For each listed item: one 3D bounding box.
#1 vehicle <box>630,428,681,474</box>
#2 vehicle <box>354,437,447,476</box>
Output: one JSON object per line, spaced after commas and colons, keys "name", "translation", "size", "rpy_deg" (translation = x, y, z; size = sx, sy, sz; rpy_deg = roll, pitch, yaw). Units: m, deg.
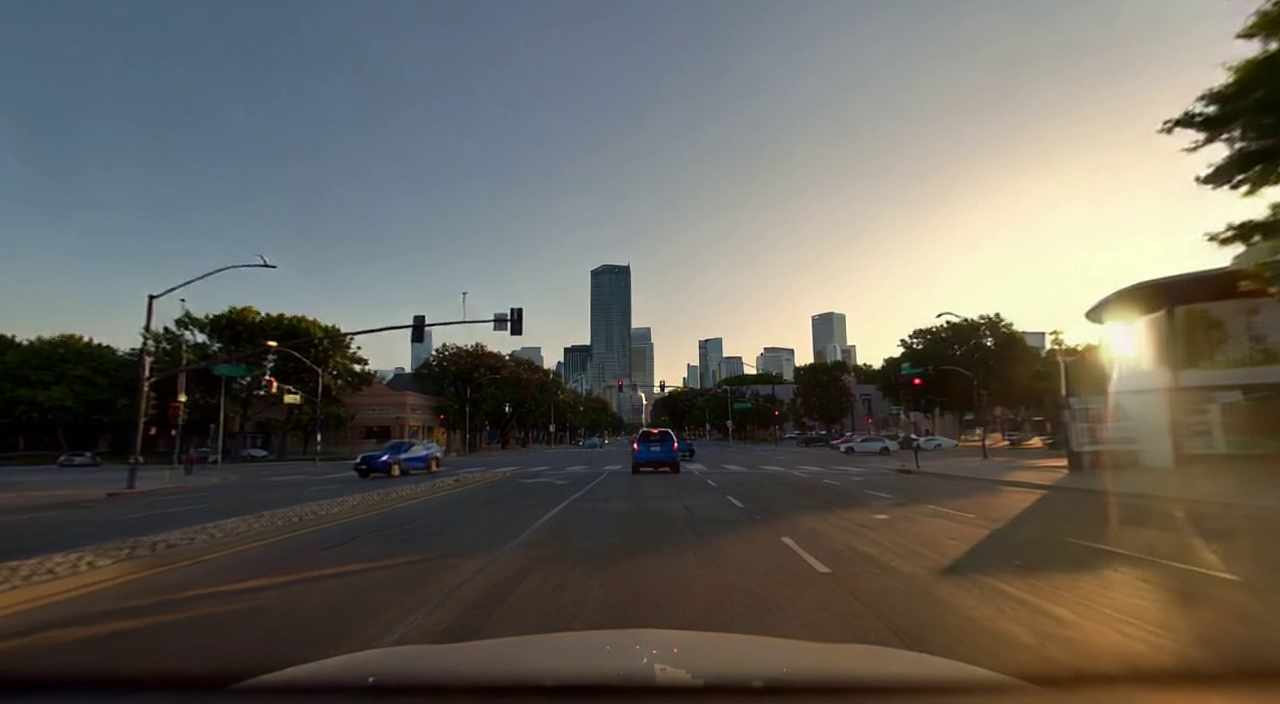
{"name": "vehicle", "translation": [0.645, 4.150, 26.604], "size": [1.994, 1.759, 4.186], "rpy_deg": [0, -8, 1]}
{"name": "vehicle", "translation": [-11.240, 4.910, 29.967], "size": [1.954, 1.673, 4.460], "rpy_deg": [-2, -8, 12]}
